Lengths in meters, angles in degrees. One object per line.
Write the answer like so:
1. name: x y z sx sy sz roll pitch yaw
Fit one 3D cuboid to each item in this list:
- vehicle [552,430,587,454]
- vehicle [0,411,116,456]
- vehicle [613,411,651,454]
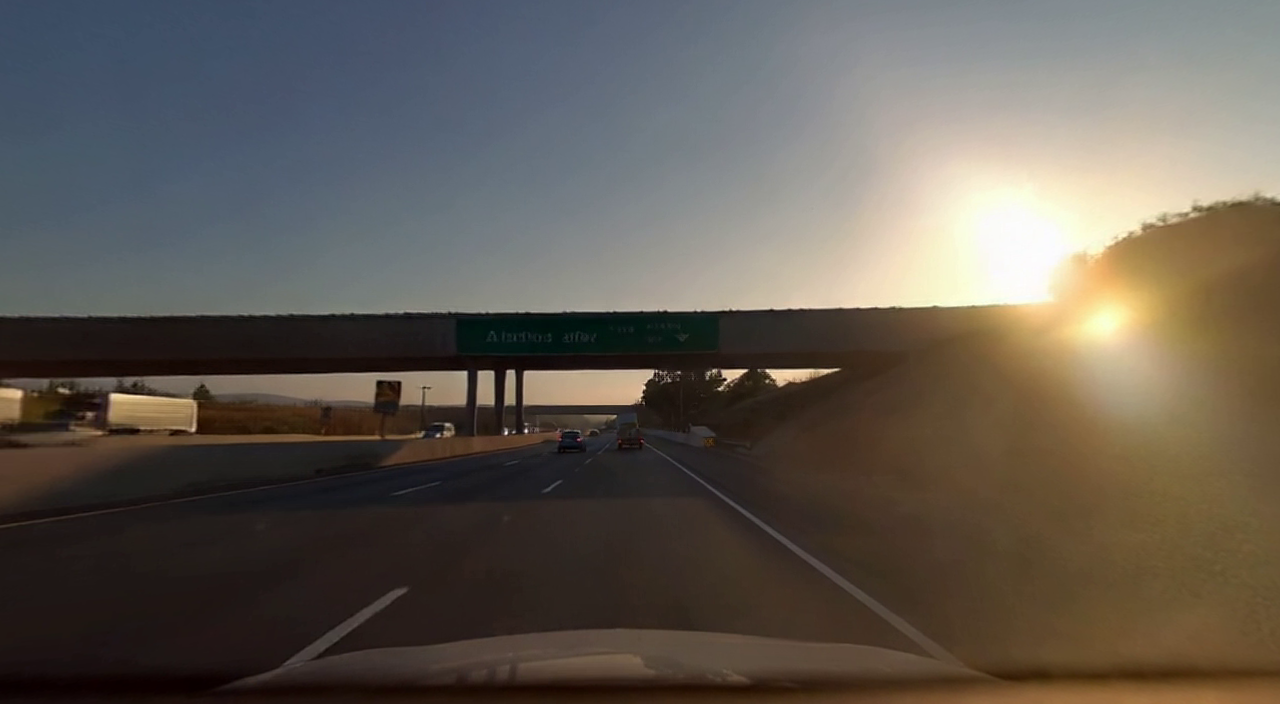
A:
1. vehicle: -4.694 6.041 42.224 1.932 1.544 3.864 0 -8 -1
2. vehicle: -23.970 3.283 25.341 1.993 1.658 4.276 0 -8 -1
3. vehicle: -0.634 5.524 43.190 2.418 2.704 6.445 0 -8 -2
